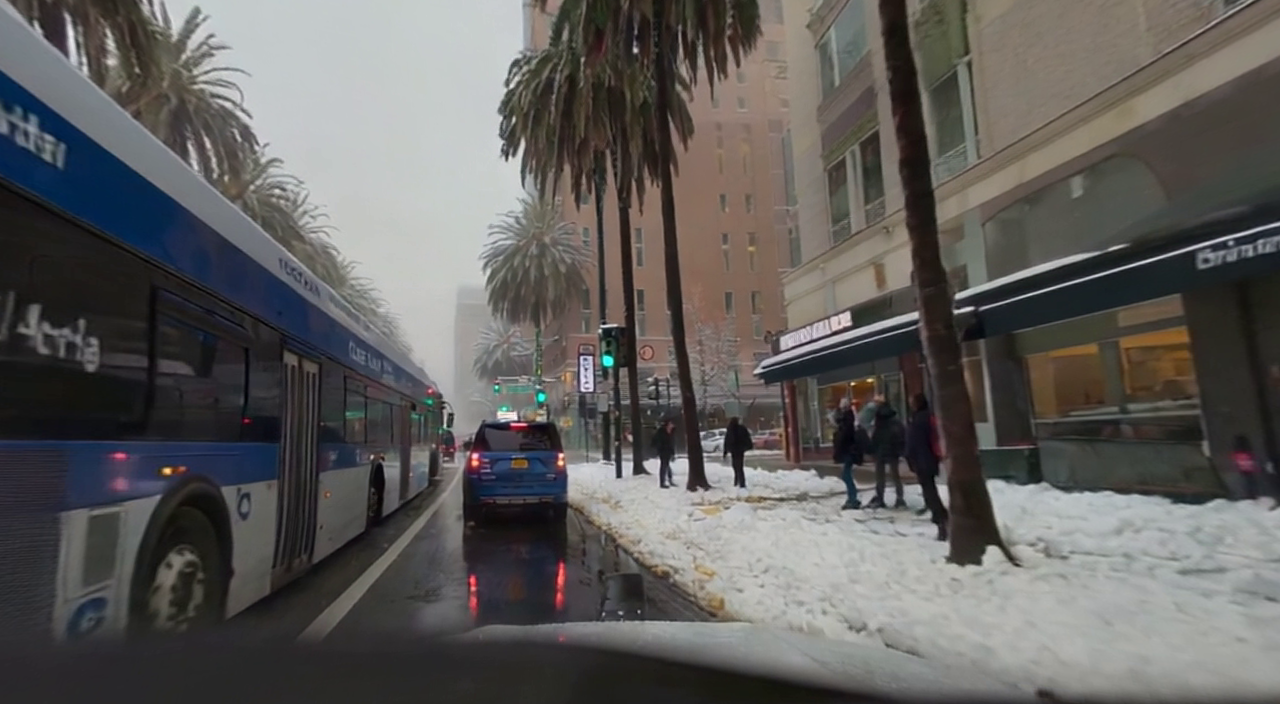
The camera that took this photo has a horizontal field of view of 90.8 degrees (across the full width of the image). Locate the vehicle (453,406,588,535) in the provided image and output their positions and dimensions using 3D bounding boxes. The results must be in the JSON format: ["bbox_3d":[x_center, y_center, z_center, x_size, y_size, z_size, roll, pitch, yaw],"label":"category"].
[{"bbox_3d":[-2.405,2.117,11.834,2.002,1.907,4.211,2,-9,-17],"label":"vehicle"}]

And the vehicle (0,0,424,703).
[{"bbox_3d":[-4.769,0.720,7.107,2.863,3.233,11.573,2,-9,-11],"label":"vehicle"}]
